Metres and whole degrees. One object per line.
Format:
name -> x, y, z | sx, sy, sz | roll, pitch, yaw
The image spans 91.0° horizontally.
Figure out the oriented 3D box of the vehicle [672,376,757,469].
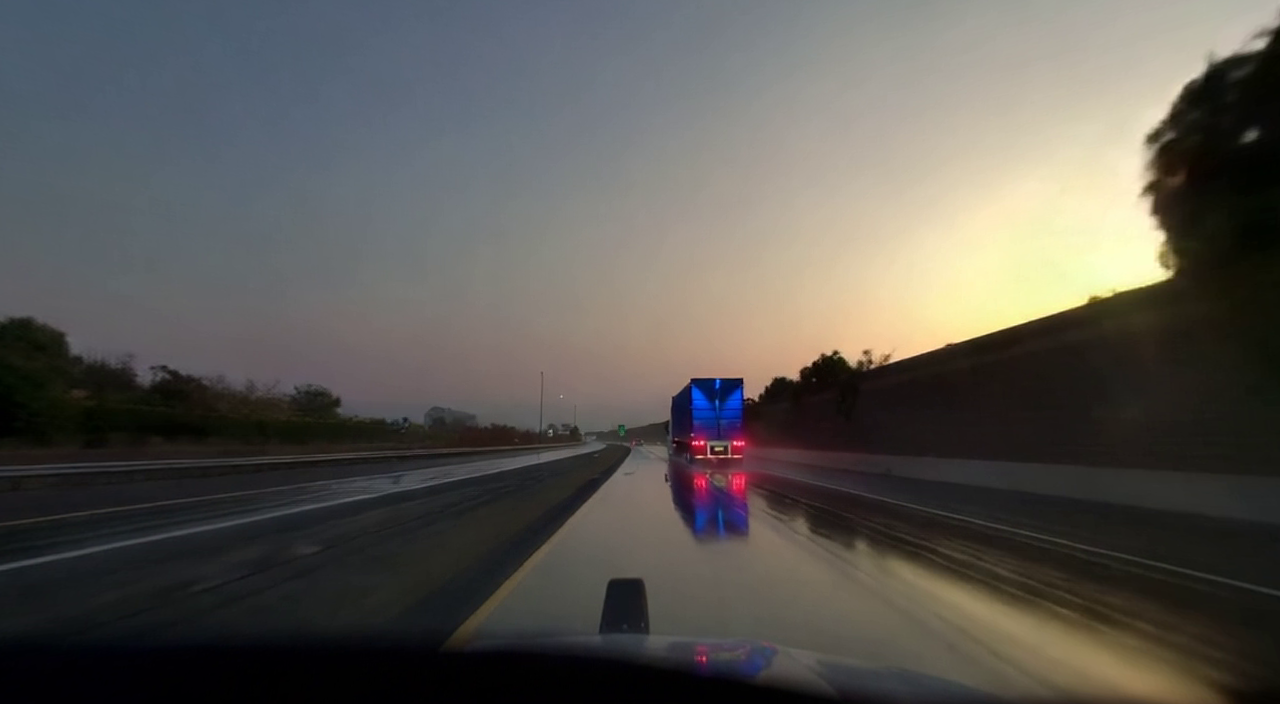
vehicle -> 4.003, 4.417, 37.817 | 3.615, 4.578, 13.539 | 0, -8, 1
